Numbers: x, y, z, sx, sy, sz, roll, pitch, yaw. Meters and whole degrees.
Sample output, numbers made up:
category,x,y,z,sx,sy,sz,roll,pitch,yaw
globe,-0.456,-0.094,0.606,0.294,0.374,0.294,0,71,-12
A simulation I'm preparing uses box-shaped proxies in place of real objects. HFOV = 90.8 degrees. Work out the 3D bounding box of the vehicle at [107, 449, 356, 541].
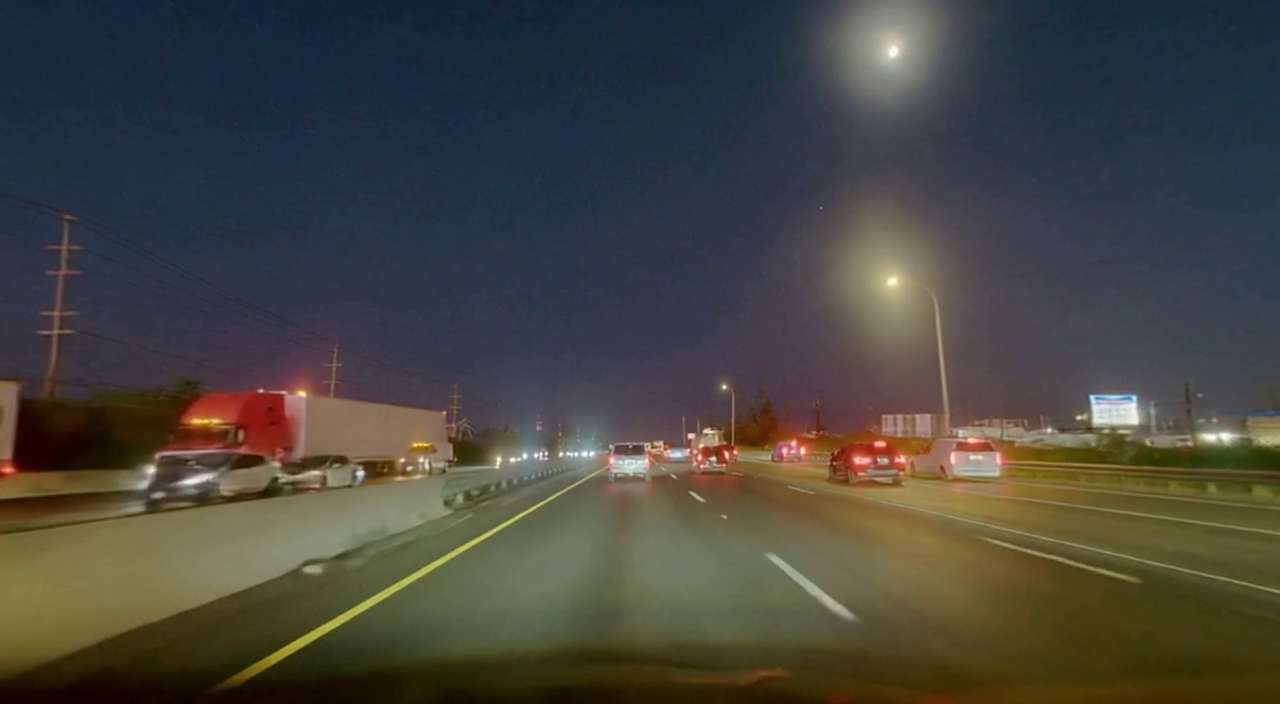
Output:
category,x,y,z,sx,sy,sz,roll,pitch,yaw
vehicle,-7.672,2.675,12.574,1.897,1.470,4.474,0,-9,1

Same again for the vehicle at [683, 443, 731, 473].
category,x,y,z,sx,sy,sz,roll,pitch,yaw
vehicle,3.488,5.636,33.861,1.934,1.461,4.368,0,-9,-2

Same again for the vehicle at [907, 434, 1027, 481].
category,x,y,z,sx,sy,sz,roll,pitch,yaw
vehicle,11.381,3.692,22.380,1.944,1.505,4.138,0,-9,-1

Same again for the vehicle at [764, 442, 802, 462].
category,x,y,z,sx,sy,sz,roll,pitch,yaw
vehicle,11.074,7.767,49.188,1.901,1.485,4.483,0,-9,-1

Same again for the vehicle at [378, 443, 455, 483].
category,x,y,z,sx,sy,sz,roll,pitch,yaw
vehicle,-11.470,5.708,32.821,2.102,1.874,5.112,0,-9,0

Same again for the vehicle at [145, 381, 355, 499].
category,x,y,z,sx,sy,sz,roll,pitch,yaw
vehicle,-15.010,3.568,25.444,3.032,3.968,8.215,0,-9,0

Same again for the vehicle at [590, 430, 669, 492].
category,x,y,z,sx,sy,sz,roll,pitch,yaw
vehicle,-0.311,3.531,20.801,2.298,1.809,4.359,0,-9,0

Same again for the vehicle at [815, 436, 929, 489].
category,x,y,z,sx,sy,sz,roll,pitch,yaw
vehicle,7.145,3.442,20.001,1.958,1.473,4.201,0,-9,-1

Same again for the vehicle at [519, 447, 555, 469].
category,x,y,z,sx,sy,sz,roll,pitch,yaw
vehicle,-7.745,8.016,47.871,2.011,1.598,4.342,0,-9,0
